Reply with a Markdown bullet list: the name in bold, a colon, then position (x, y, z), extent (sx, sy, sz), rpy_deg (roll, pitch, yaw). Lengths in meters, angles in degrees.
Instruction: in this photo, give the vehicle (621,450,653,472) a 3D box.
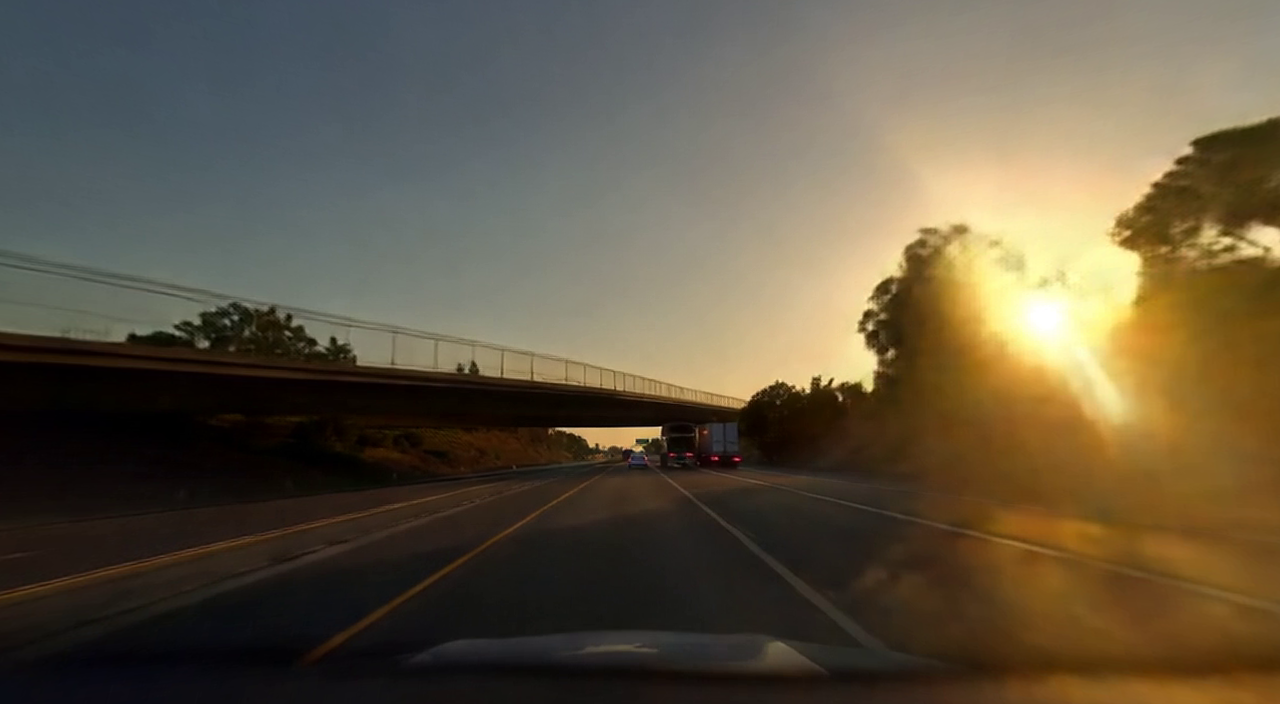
- **vehicle**: position (-0.245, 7.583, 43.712), extent (2.083, 1.473, 3.923), rpy_deg (0, -9, -1)
